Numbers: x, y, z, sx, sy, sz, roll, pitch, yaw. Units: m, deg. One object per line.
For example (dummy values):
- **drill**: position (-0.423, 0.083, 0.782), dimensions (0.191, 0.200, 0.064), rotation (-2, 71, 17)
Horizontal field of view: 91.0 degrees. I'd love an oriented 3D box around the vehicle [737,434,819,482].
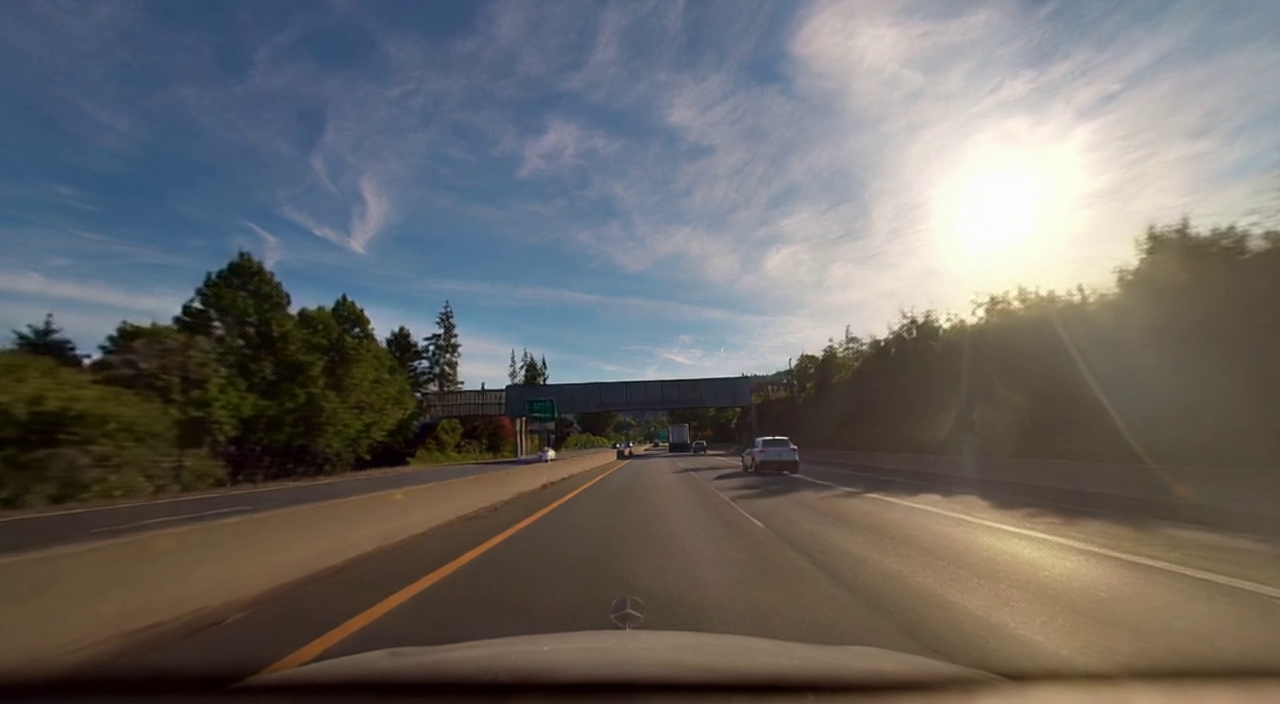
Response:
- **vehicle**: position (4.749, 3.708, 22.305), dimensions (1.954, 1.550, 4.140), rotation (0, -8, 0)
